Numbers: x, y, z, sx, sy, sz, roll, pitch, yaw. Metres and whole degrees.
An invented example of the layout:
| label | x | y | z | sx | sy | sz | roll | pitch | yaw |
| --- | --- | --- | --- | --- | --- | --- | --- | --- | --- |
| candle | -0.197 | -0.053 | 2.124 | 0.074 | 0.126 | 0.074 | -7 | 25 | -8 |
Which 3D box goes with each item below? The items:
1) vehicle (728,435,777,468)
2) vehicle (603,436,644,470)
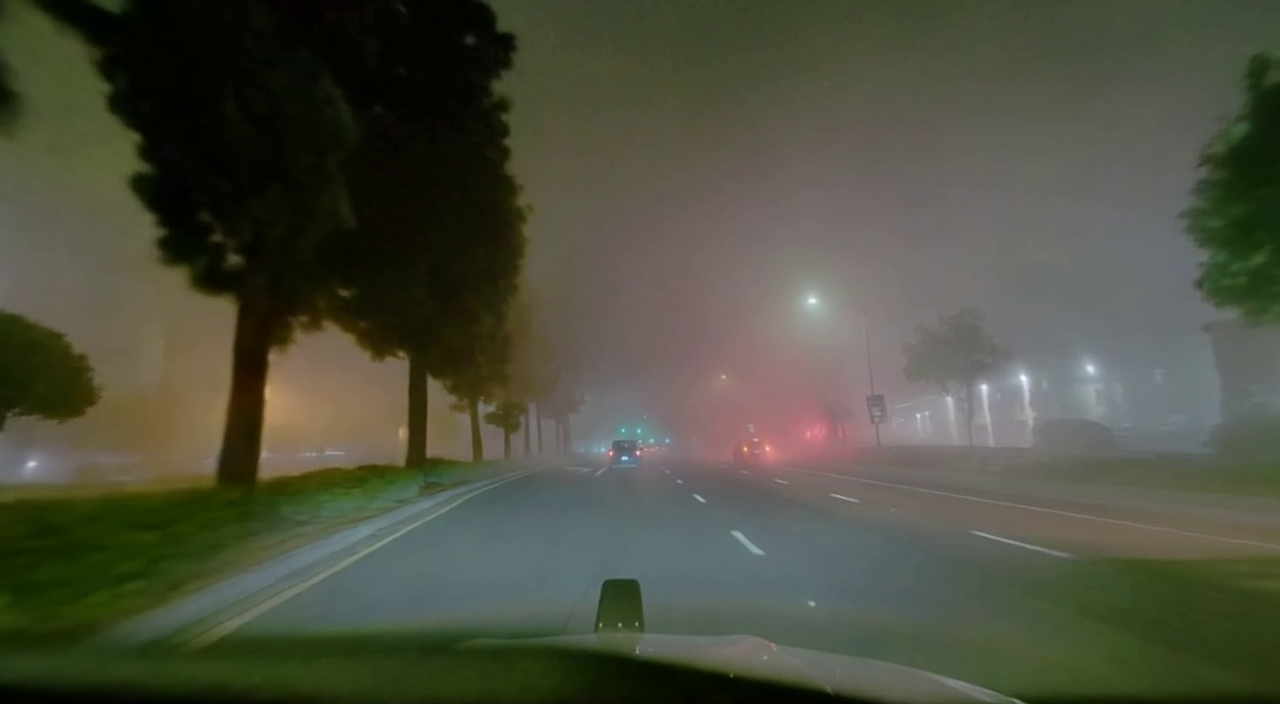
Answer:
| label | x | y | z | sx | sy | sz | roll | pitch | yaw |
| --- | --- | --- | --- | --- | --- | --- | --- | --- | --- |
| vehicle | 6.631 | 5.920 | 37.790 | 2.026 | 1.804 | 4.565 | 0 | -9 | -1 |
| vehicle | -0.904 | 5.821 | 36.494 | 2.193 | 1.794 | 4.457 | 0 | -8 | 0 |
